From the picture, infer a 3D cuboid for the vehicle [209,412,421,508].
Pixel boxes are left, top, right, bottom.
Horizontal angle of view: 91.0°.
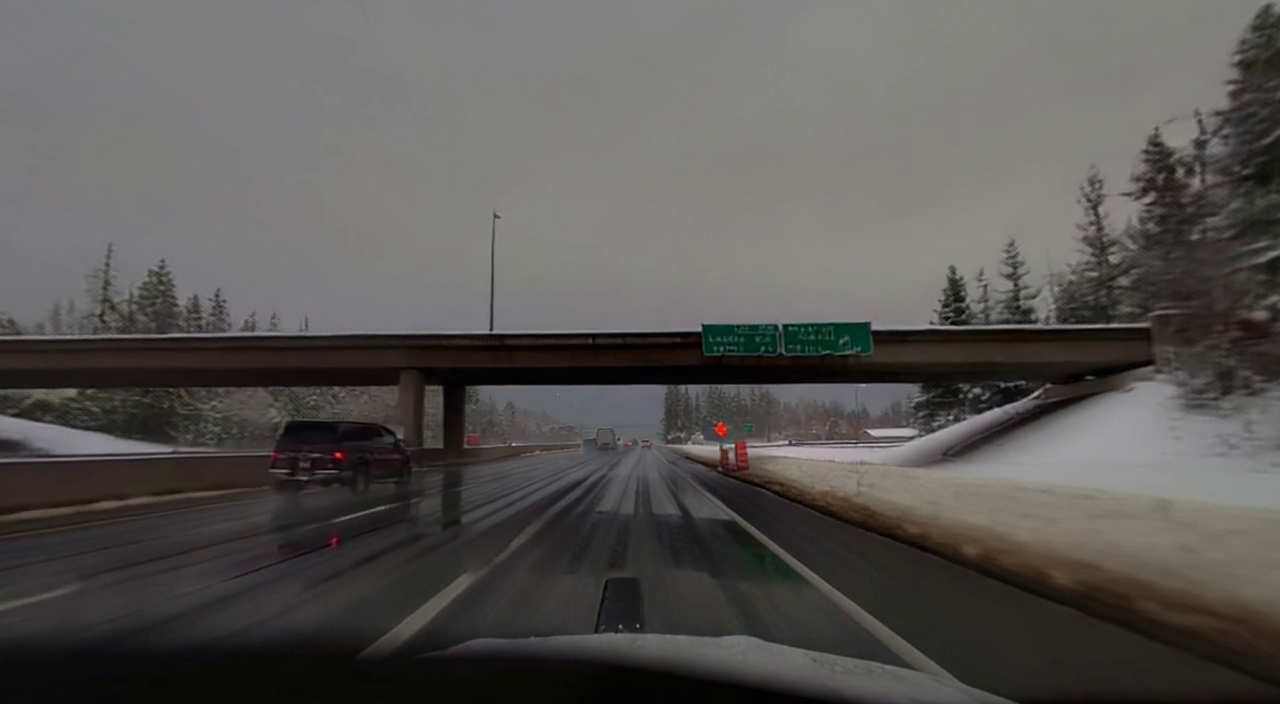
[{"bbox_3d":[-6.984,2.392,14.360,2.103,1.775,4.966,0,-8,1],"label":"vehicle"}]
